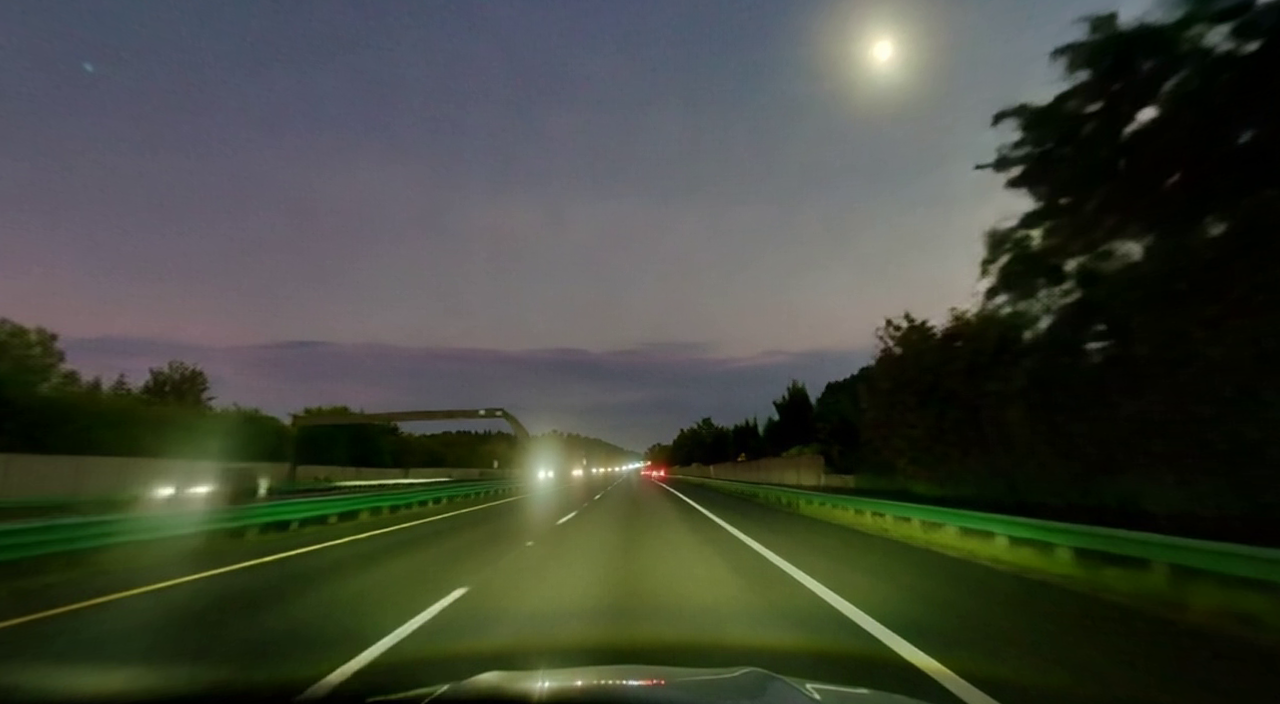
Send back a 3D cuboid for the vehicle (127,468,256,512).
[{"bbox_3d":[-16.431,5.062,23.352,1.807,1.428,3.938,1,-11,0],"label":"vehicle"}]
